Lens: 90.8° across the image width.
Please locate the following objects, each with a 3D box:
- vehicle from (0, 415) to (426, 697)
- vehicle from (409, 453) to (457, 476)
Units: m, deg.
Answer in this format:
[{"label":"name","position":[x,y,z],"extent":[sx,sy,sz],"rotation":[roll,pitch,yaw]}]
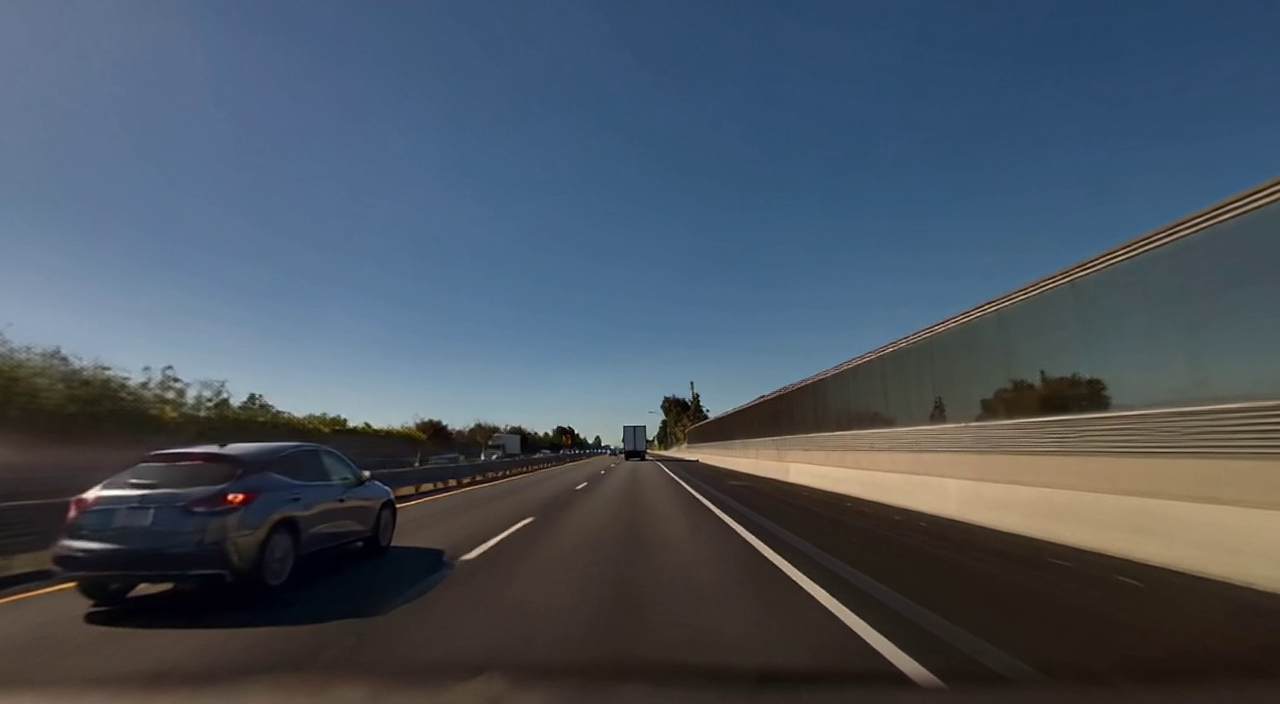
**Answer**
[{"label":"vehicle","position":[-3.878,1.503,5.884],"extent":[2.118,1.562,4.541],"rotation":[0,-9,1]},{"label":"vehicle","position":[-14.378,7.819,43.993],"extent":[1.804,1.442,4.254],"rotation":[0,-9,2]}]
